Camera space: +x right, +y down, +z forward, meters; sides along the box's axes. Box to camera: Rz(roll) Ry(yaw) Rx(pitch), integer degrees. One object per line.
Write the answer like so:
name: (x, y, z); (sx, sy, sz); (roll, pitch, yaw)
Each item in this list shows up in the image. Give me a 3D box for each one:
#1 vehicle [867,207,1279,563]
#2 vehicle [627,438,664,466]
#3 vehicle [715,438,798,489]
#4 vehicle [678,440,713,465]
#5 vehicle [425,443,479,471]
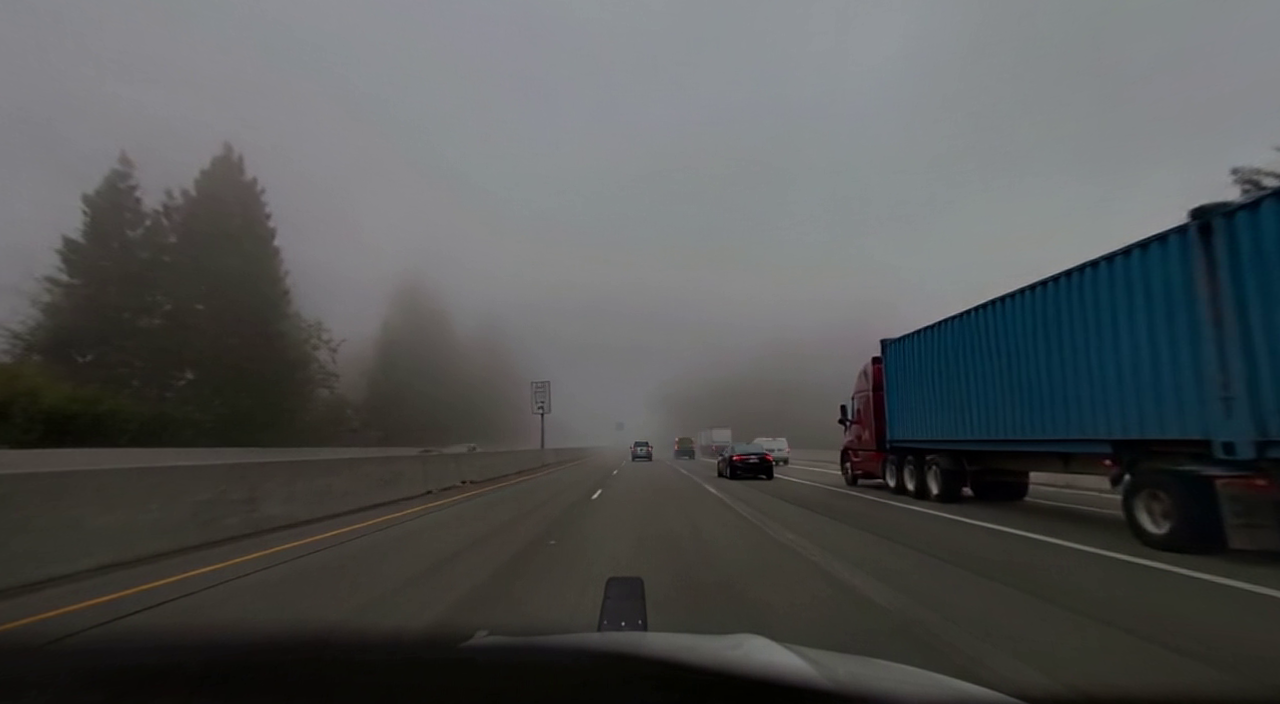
vehicle: (7.335, 0.964, 11.587); (2.752, 3.975, 9.319); (0, -8, 0)
vehicle: (0.391, 6.529, 41.088); (2.313, 1.736, 4.215); (0, -8, 1)
vehicle: (3.773, 3.674, 21.129); (1.888, 1.501, 4.608); (0, -8, 0)
vehicle: (3.906, 7.113, 44.641); (2.084, 1.668, 4.511); (0, -8, 0)
vehicle: (-13.193, 7.372, 44.409); (2.200, 1.857, 4.748); (0, -8, 1)
